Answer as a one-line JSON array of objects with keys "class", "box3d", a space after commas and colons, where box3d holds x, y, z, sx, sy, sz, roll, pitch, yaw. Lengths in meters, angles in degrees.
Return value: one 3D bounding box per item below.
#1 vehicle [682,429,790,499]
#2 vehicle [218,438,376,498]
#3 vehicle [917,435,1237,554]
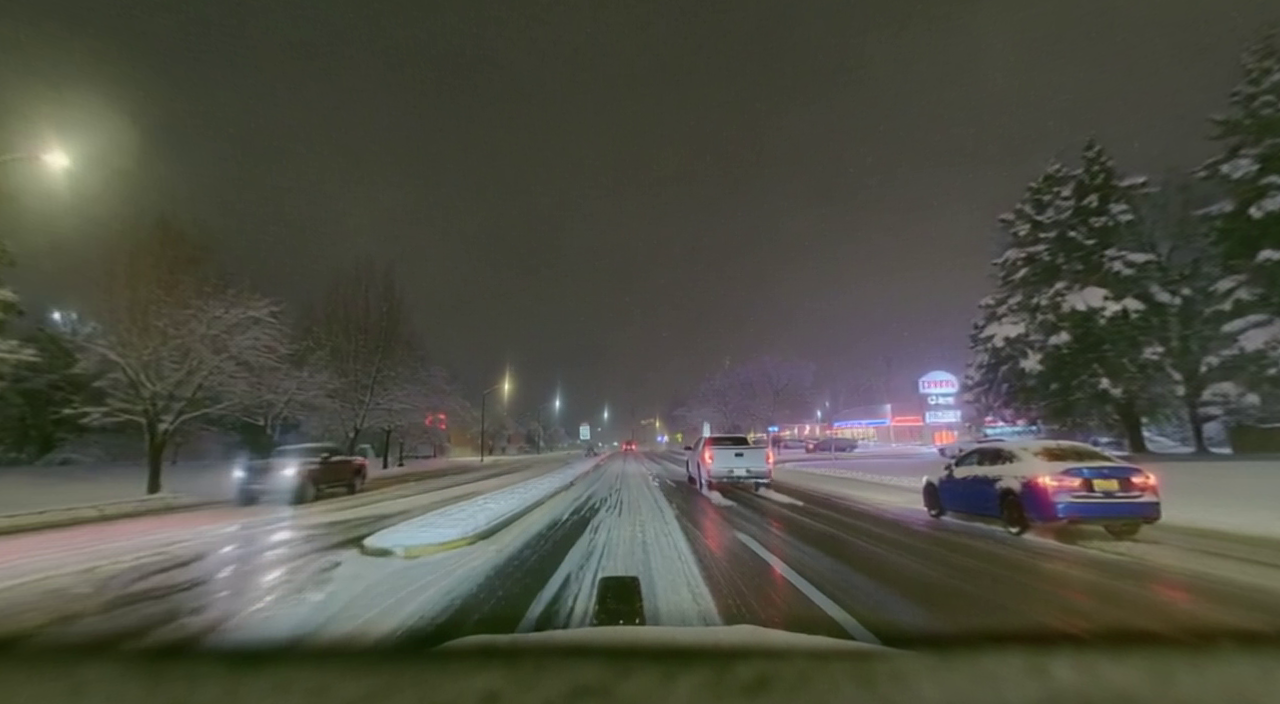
[{"class": "vehicle", "box3d": [2.578, 3.186, 18.373, 2.214, 1.749, 4.998, 0, -9, -2]}, {"class": "vehicle", "box3d": [-12.628, 4.296, 23.919, 2.868, 1.978, 5.632, 0, -9, -1]}, {"class": "vehicle", "box3d": [6.468, 2.122, 10.161, 1.986, 1.480, 4.296, 0, -9, -1]}]
